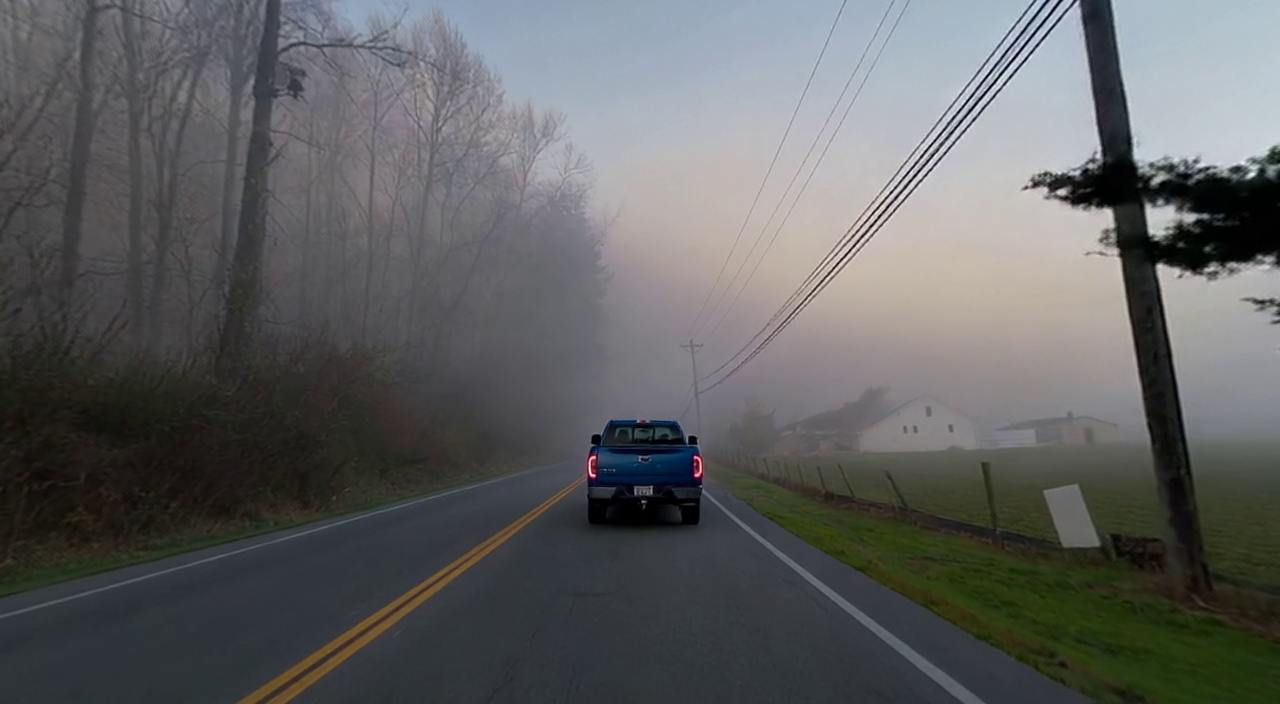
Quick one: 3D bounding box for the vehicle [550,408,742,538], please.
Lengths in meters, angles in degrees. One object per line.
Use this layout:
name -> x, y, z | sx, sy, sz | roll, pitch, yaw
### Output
vehicle -> 0.035, 2.197, 12.153 | 2.774, 1.861, 5.885 | 0, -9, -1
